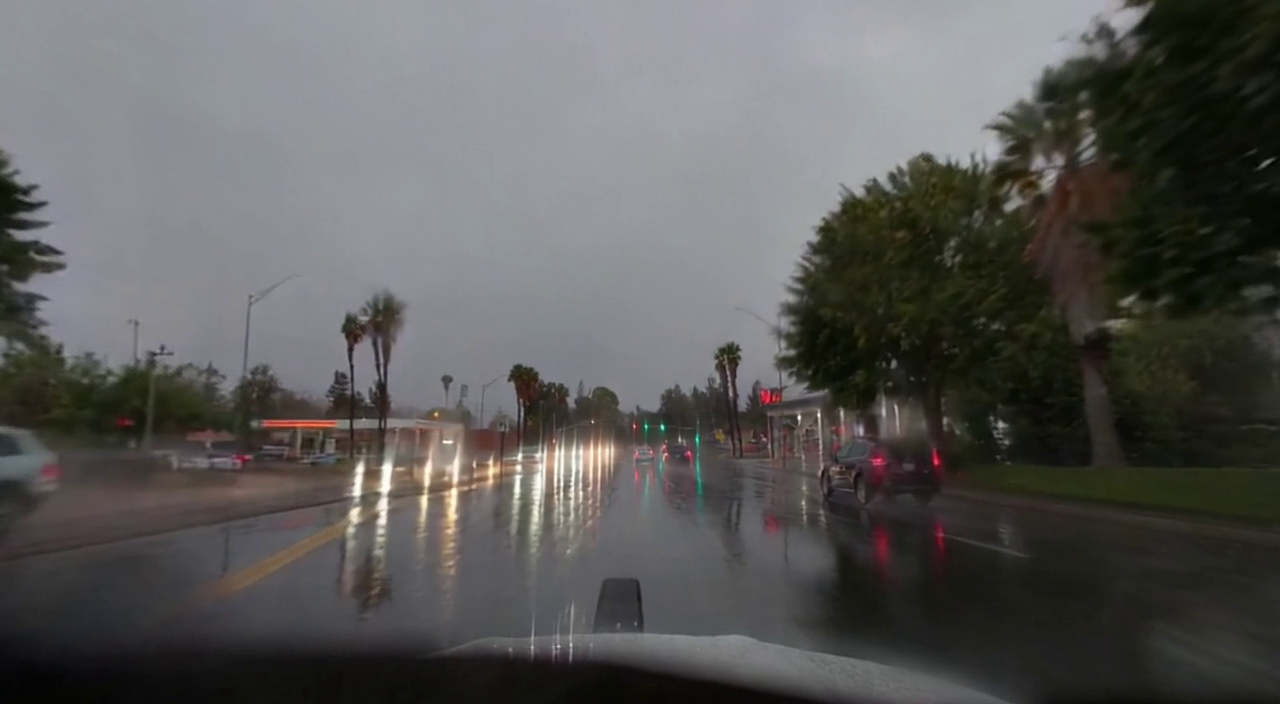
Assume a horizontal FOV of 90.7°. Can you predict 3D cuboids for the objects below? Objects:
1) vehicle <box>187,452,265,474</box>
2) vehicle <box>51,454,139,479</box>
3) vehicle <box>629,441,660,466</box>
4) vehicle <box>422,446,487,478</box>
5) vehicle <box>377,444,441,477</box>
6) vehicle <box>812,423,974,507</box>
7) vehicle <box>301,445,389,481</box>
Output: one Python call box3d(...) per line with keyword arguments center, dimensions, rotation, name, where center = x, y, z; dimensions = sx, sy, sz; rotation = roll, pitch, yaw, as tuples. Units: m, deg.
box3d(center=(-32.414, 8.705, 49.639), dimensions=(4.623, 1.572, 2.097), rotation=(0, -10, 0), name="vehicle")
box3d(center=(-35.203, 7.392, 40.918), dimensions=(3.864, 1.530, 1.961), rotation=(-1, -8, 1), name="vehicle")
box3d(center=(0.328, 7.506, 46.799), dimensions=(2.177, 1.754, 3.815), rotation=(-1, -8, 1), name="vehicle")
box3d(center=(-9.211, 5.489, 31.817), dimensions=(1.891, 1.473, 4.297), rotation=(-1, -9, 1), name="vehicle")
box3d(center=(-12.847, 6.066, 35.492), dimensions=(1.958, 1.701, 4.082), rotation=(-1, -8, 1), name="vehicle")
box3d(center=(6.284, 2.871, 16.505), dimensions=(2.066, 1.807, 4.893), rotation=(0, -9, -1), name="vehicle")
box3d(center=(-16.182, 6.098, 35.116), dimensions=(2.183, 1.814, 5.403), rotation=(-1, -9, 1), name="vehicle")
